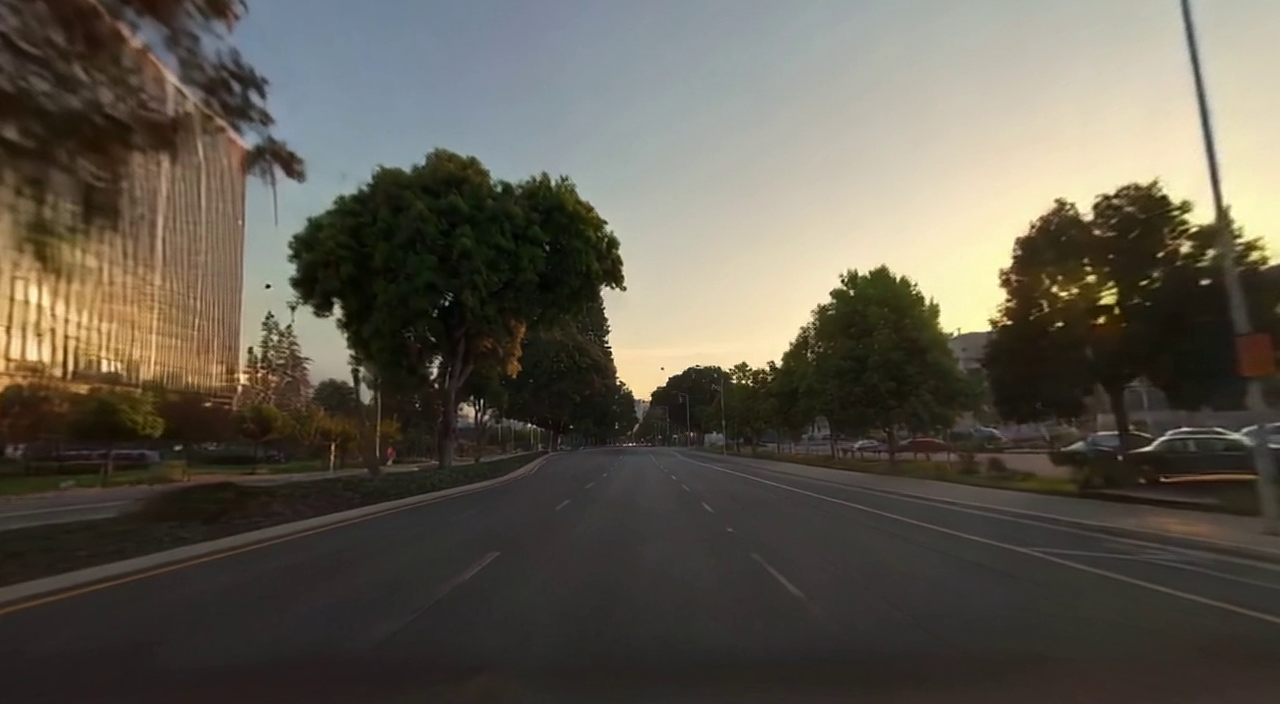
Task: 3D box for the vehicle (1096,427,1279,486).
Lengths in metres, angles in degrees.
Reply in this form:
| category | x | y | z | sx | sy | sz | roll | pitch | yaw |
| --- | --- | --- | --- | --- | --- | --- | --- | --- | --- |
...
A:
| category | x | y | z | sx | sy | sz | roll | pitch | yaw |
| --- | --- | --- | --- | --- | --- | --- | --- | --- | --- |
| vehicle | 17.485 | 3.231 | 19.689 | 4.938 | 1.729 | 2.098 | 0 | -9 | -3 |
